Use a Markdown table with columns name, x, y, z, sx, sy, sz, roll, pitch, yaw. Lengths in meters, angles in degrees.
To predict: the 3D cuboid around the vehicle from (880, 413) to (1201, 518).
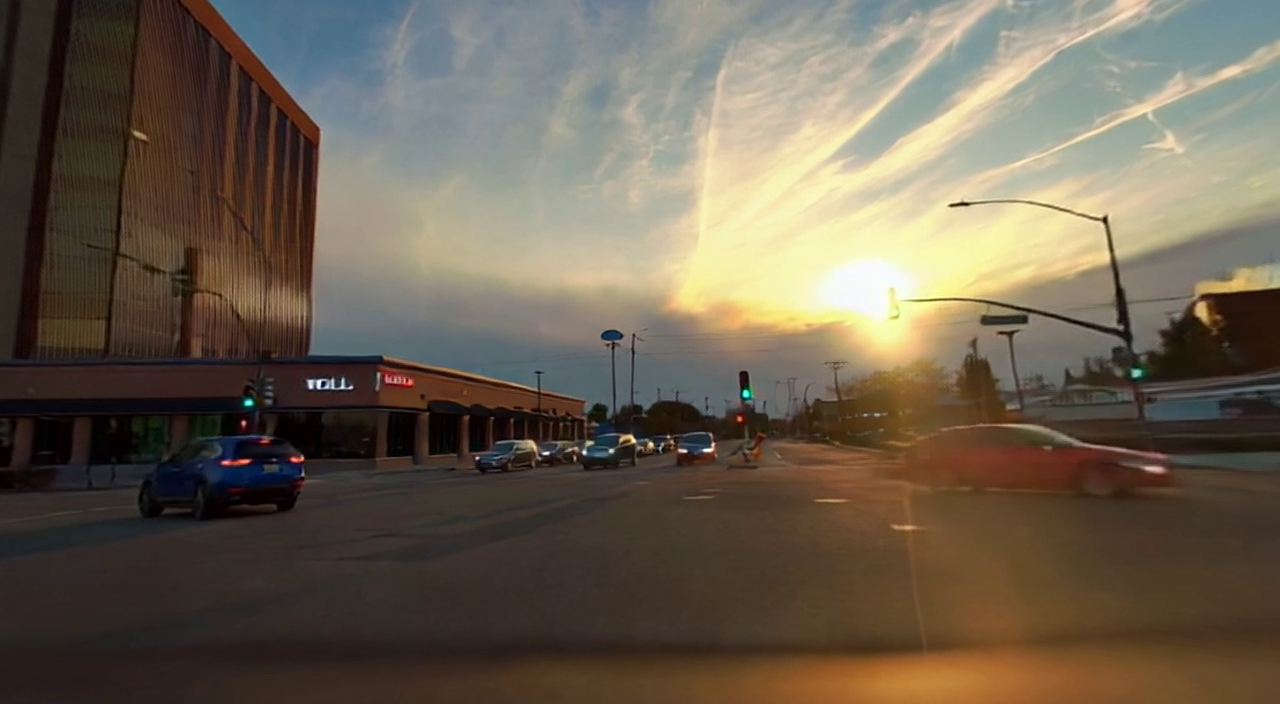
| name | x | y | z | sx | sy | sz | roll | pitch | yaw |
| --- | --- | --- | --- | --- | --- | --- | --- | --- | --- |
| vehicle | 7.474 | 2.114 | 12.315 | 2.142 | 1.607 | 4.733 | 6 | -10 | -38 |

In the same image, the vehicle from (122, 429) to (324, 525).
| name | x | y | z | sx | sy | sz | roll | pitch | yaw |
| --- | --- | --- | --- | --- | --- | --- | --- | --- | --- |
| vehicle | -9.272 | 2.640 | 13.967 | 4.445 | 1.762 | 2.238 | -7 | -10 | 36 |

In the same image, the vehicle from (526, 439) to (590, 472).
| name | x | y | z | sx | sy | sz | roll | pitch | yaw |
| --- | --- | --- | --- | --- | --- | --- | --- | --- | --- |
| vehicle | -4.058 | 5.170 | 31.877 | 2.163 | 1.529 | 4.210 | -2 | -8 | 8 |

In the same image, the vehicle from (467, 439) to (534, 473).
| name | x | y | z | sx | sy | sz | roll | pitch | yaw |
| --- | --- | --- | --- | --- | --- | --- | --- | --- | --- |
| vehicle | -7.179 | 5.369 | 32.987 | 2.005 | 1.596 | 4.342 | -2 | -8 | 8 |

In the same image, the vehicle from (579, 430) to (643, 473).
| name | x | y | z | sx | sy | sz | roll | pitch | yaw |
| --- | --- | --- | --- | --- | --- | --- | --- | --- | --- |
| vehicle | -1.238 | 4.551 | 29.072 | 2.162 | 1.788 | 4.602 | -2 | -8 | 8 |

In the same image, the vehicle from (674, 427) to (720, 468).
| name | x | y | z | sx | sy | sz | roll | pitch | yaw |
| --- | --- | --- | --- | --- | --- | --- | --- | --- | --- |
| vehicle | 2.943 | 4.893 | 32.588 | 2.160 | 1.948 | 4.784 | -1 | -8 | 6 |
